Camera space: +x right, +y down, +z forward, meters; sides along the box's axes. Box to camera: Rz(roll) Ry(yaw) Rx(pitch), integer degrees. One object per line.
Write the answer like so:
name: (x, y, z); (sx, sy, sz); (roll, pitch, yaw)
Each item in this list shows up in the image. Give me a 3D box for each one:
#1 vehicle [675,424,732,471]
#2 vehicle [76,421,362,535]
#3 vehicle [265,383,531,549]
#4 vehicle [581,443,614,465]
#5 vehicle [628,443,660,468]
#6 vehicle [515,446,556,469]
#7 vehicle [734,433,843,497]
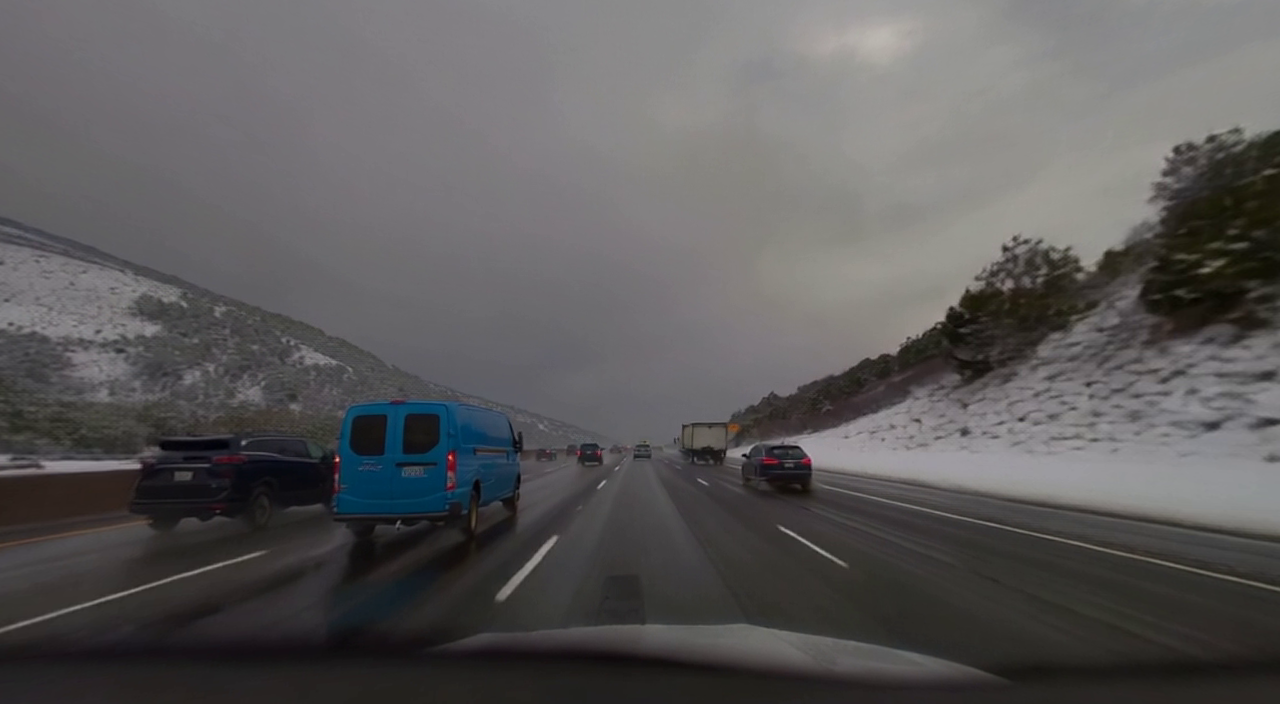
vehicle: (3.974, 6.280, 41.322); (2.877, 2.730, 7.831); (0, -9, 0)
vehicle: (-7.498, 2.291, 12.073); (2.054, 1.715, 4.928); (0, -9, 0)
vehicle: (-3.739, 1.960, 11.359); (2.421, 2.203, 5.775); (0, -9, 1)
vehicle: (-3.168, 7.726, 47.697); (2.138, 1.581, 4.340); (0, -9, 0)
vehicle: (0.242, 6.755, 41.346); (2.014, 1.543, 3.804); (0, -9, 0)
vehicle: (-7.105, 7.205, 43.243); (2.021, 1.500, 4.512); (0, -9, -1)
vehicle: (4.043, 3.167, 17.943); (2.051, 1.598, 4.145); (0, -9, -1)
